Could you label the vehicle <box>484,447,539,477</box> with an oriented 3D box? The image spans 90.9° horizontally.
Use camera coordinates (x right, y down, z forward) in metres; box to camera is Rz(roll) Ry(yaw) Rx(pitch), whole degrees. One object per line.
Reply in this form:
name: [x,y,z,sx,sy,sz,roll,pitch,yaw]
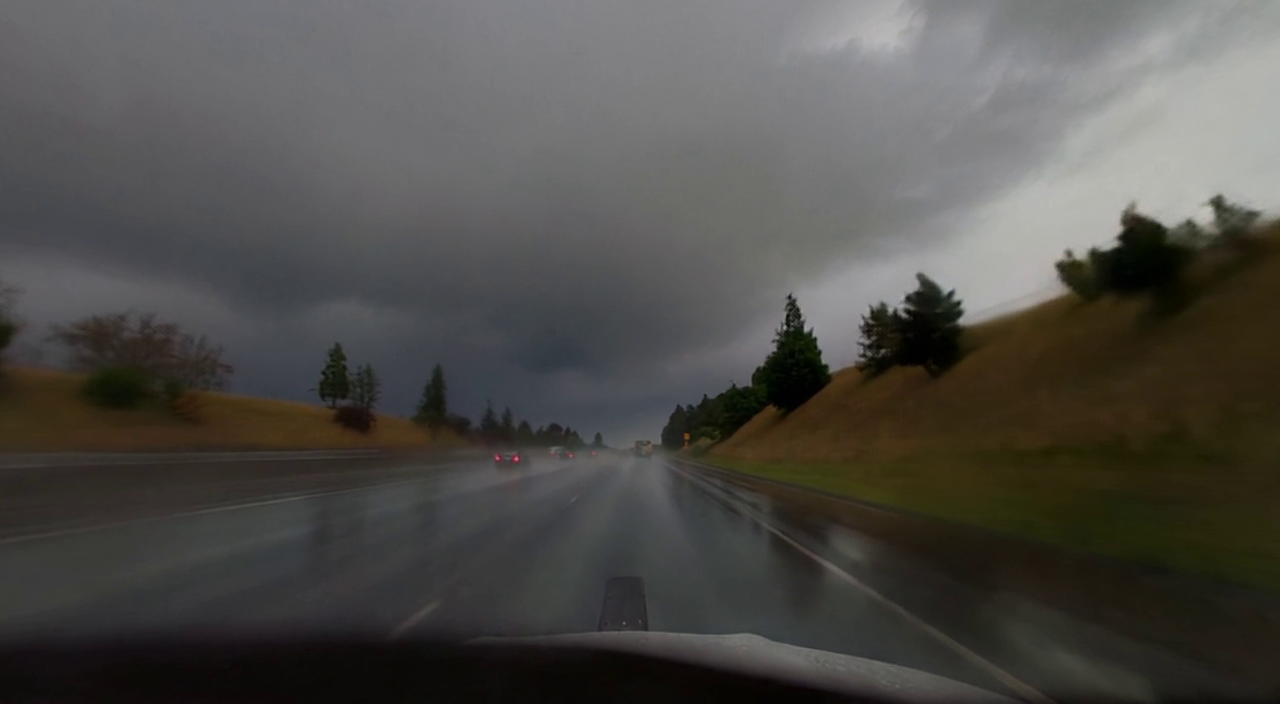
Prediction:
vehicle: [-6.946,5.992,34.628,2.015,1.483,4.626,0,-9,0]
